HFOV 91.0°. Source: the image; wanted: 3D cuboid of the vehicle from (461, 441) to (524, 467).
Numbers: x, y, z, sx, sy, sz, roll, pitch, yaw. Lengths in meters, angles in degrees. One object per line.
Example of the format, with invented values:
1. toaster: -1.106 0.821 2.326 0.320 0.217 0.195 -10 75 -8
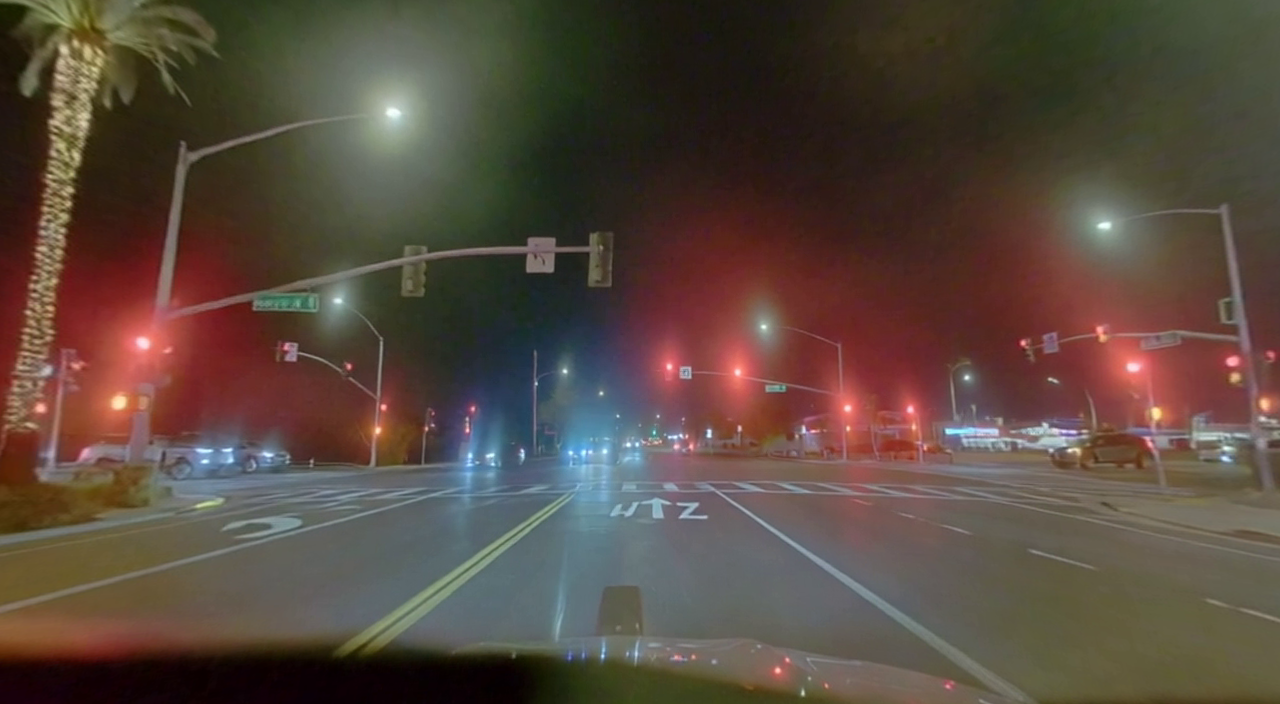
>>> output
1. vehicle: -10.242 7.126 44.084 2.045 1.699 4.563 -3 -9 20

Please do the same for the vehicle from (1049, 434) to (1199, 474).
1. vehicle: 23.353 4.934 30.516 5.509 1.873 2.123 0 -8 -2

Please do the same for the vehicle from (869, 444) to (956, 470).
1. vehicle: 16.618 6.402 38.512 4.451 1.494 1.857 -1 -9 5

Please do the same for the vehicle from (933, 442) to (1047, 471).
1. vehicle: 18.874 5.674 34.125 4.977 1.508 1.948 0 -8 0

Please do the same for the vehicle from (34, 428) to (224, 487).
1. vehicle: -18.611 3.848 23.133 4.901 2.064 2.296 0 -8 0
